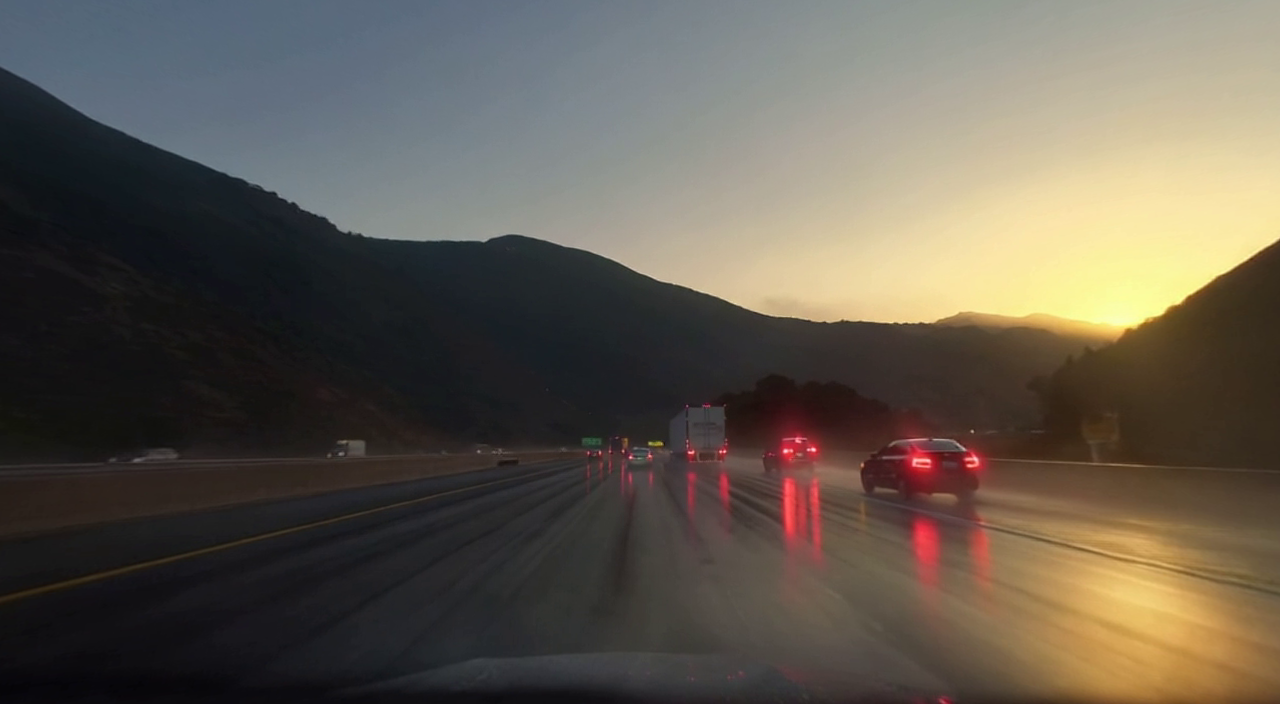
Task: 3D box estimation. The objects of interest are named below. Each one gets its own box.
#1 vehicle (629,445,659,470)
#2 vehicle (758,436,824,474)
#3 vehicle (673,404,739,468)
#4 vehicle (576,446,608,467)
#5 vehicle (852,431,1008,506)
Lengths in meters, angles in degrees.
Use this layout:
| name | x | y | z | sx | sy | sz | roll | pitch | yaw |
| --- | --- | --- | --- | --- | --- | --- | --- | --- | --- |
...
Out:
| name | x | y | z | sx | sy | sz | roll | pitch | yaw |
| --- | --- | --- | --- | --- | --- | --- | --- | --- | --- |
| vehicle | 0.216 | 6.914 | 41.461 | 1.866 | 1.492 | 3.932 | 0 | -9 | 0 |
| vehicle | 7.484 | 5.170 | 31.796 | 2.143 | 1.775 | 4.729 | 0 | -9 | 0 |
| vehicle | 3.991 | 5.552 | 41.036 | 3.130 | 3.607 | 11.129 | 0 | -9 | 0 |
| vehicle | -3.627 | 7.965 | 48.190 | 2.132 | 1.506 | 4.256 | 0 | -9 | 0 |
| vehicle | 7.339 | 2.976 | 16.565 | 2.044 | 1.676 | 4.421 | 0 | -9 | 1 |
